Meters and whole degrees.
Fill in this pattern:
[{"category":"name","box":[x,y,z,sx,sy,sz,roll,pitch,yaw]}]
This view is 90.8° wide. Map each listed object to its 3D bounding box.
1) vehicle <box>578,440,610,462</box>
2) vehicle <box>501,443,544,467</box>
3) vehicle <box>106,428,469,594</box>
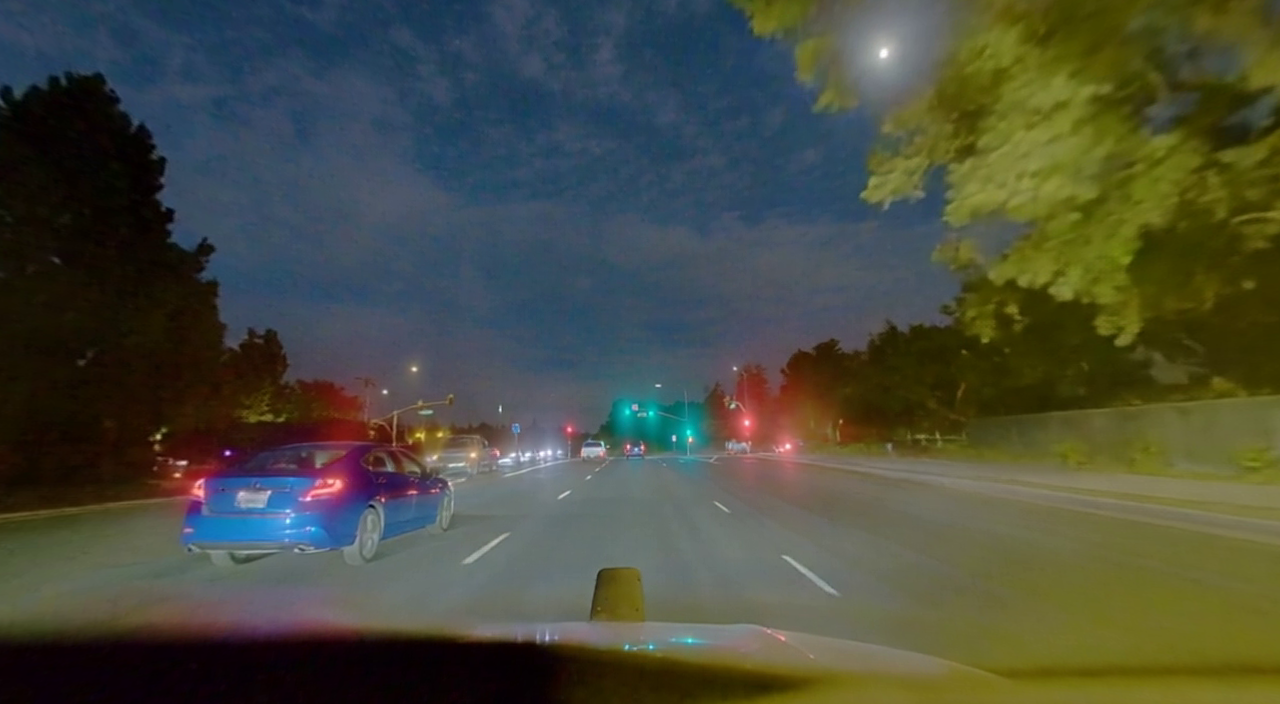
[{"category":"vehicle","box":[-3.501,7.574,48.585,2.103,1.592,4.160,0,-8,1]},{"category":"vehicle","box":[-7.656,6.762,41.539,1.920,1.456,4.534,0,-8,0]},{"category":"vehicle","box":[-3.656,1.708,7.730,1.905,1.418,4.396,0,-8,0]}]
